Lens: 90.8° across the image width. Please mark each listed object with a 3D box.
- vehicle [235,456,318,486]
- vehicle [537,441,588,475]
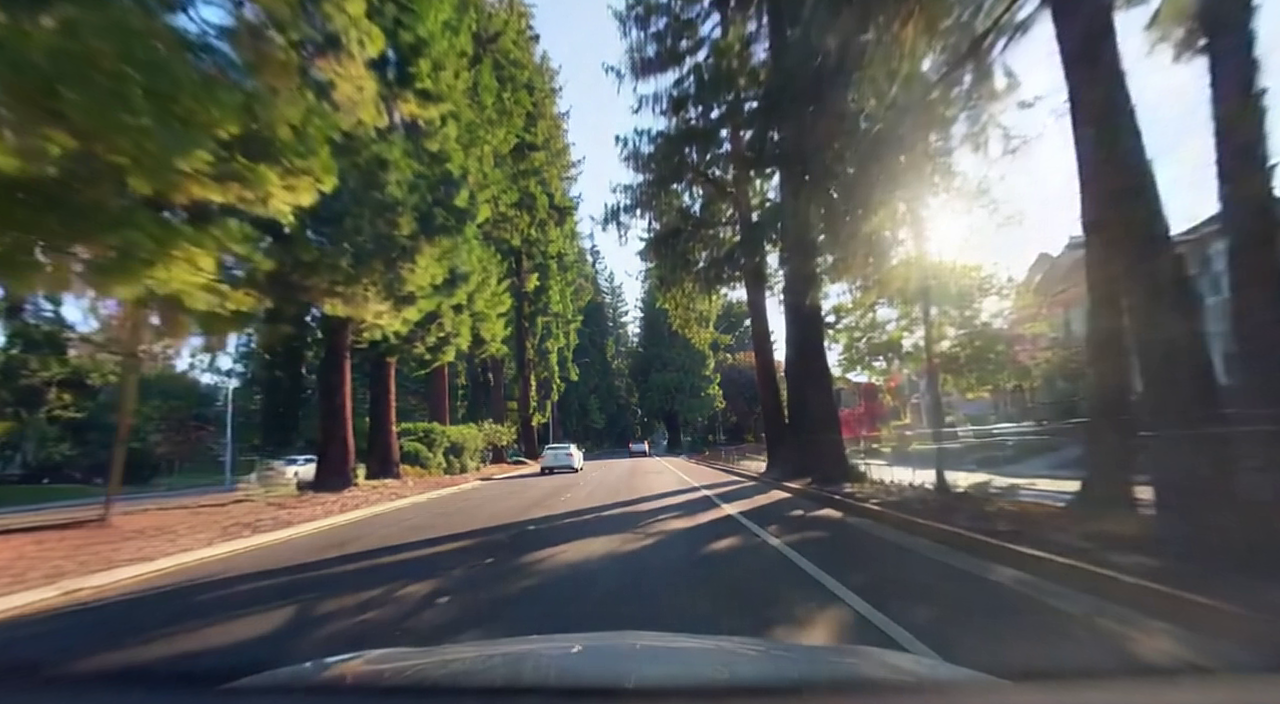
[{"bbox_3d":[-20.323,6.638,35.569,1.819,1.459,4.745,-1,-8,1],"label":"vehicle"},{"bbox_3d":[-3.635,5.045,30.385,1.917,1.448,4.178,-1,-8,0],"label":"vehicle"}]
